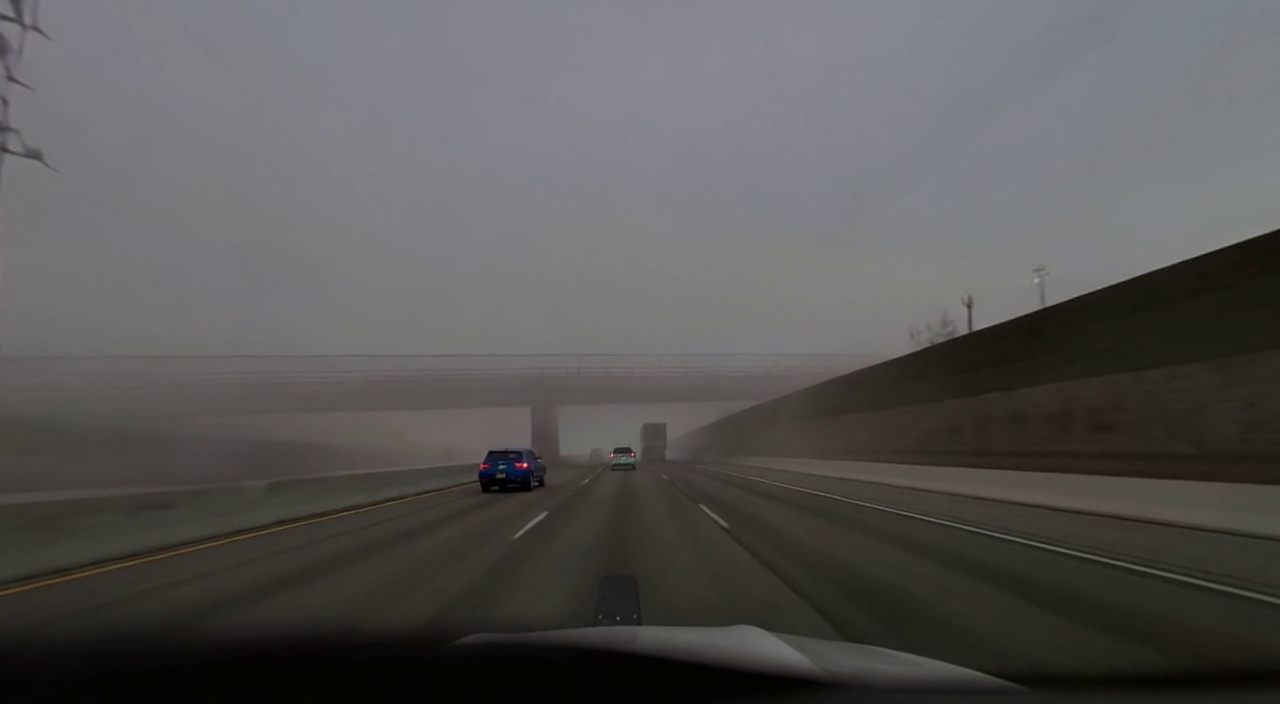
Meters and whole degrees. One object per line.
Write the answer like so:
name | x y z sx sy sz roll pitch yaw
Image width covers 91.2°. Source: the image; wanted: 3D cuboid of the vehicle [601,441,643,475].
vehicle | -0.892 5.453 32.387 2.004 1.615 4.113 0 -9 -1

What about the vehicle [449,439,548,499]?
vehicle | -3.957 3.346 18.278 1.987 1.548 3.981 0 -9 -1
